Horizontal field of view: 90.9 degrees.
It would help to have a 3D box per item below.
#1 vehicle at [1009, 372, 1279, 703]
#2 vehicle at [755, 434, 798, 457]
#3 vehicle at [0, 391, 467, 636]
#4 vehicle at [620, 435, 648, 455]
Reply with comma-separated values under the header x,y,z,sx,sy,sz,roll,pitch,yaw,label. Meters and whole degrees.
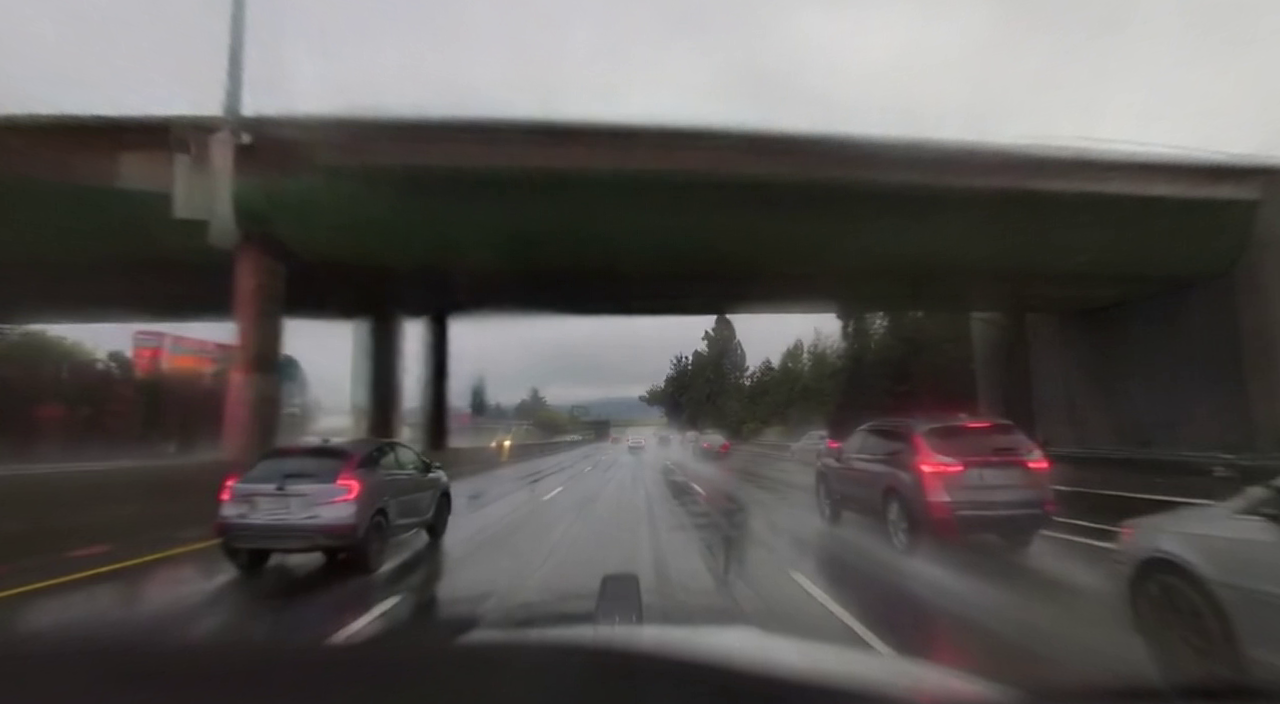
x,y,z,sx,sy,sz,roll,pitch,yaw,label
3.596,0.798,1.578,2.240,1.646,4.949,0,-8,-2,vehicle
9.307,6.367,43.154,1.921,1.477,4.132,0,-8,-2,vehicle
-3.472,1.393,6.621,1.993,1.629,4.674,0,-8,0,vehicle
-0.474,7.195,48.865,2.103,1.512,4.155,0,-8,-1,vehicle
